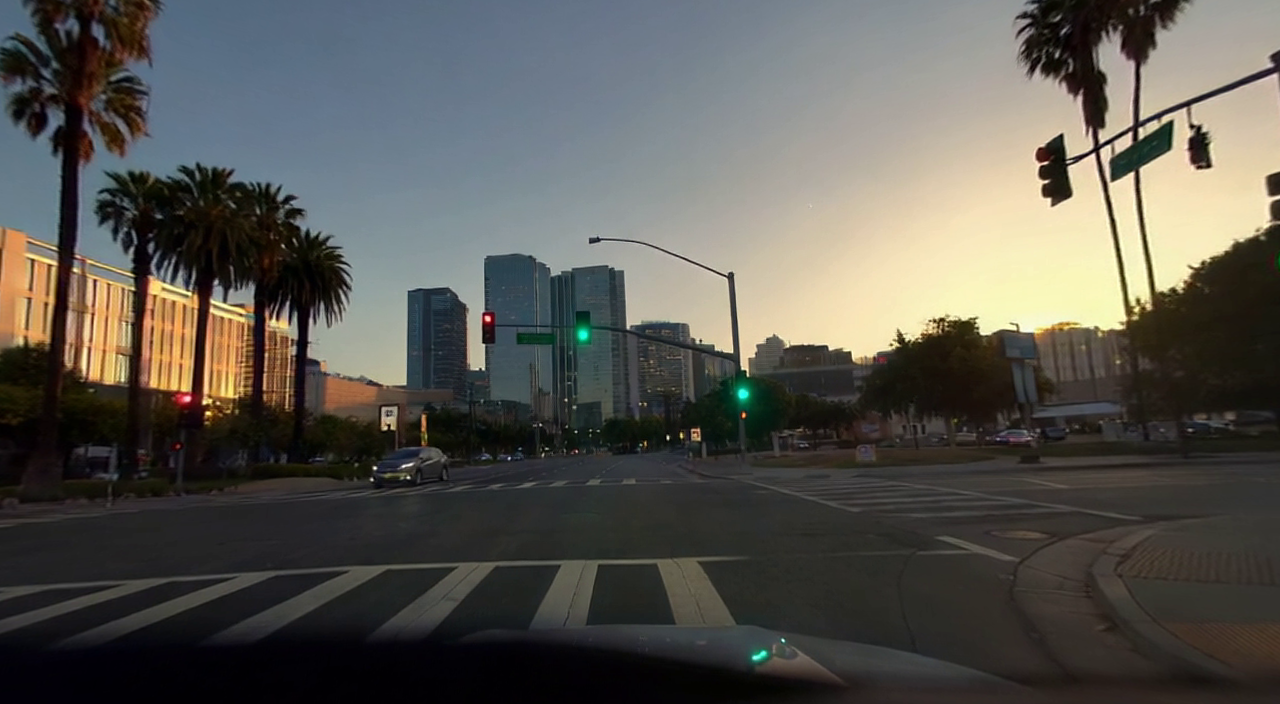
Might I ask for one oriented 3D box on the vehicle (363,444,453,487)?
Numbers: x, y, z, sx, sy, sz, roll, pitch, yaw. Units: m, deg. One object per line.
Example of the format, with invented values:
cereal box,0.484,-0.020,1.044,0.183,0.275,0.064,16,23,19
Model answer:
vehicle,-10.740,5.263,29.597,2.270,1.833,4.860,0,-9,1
